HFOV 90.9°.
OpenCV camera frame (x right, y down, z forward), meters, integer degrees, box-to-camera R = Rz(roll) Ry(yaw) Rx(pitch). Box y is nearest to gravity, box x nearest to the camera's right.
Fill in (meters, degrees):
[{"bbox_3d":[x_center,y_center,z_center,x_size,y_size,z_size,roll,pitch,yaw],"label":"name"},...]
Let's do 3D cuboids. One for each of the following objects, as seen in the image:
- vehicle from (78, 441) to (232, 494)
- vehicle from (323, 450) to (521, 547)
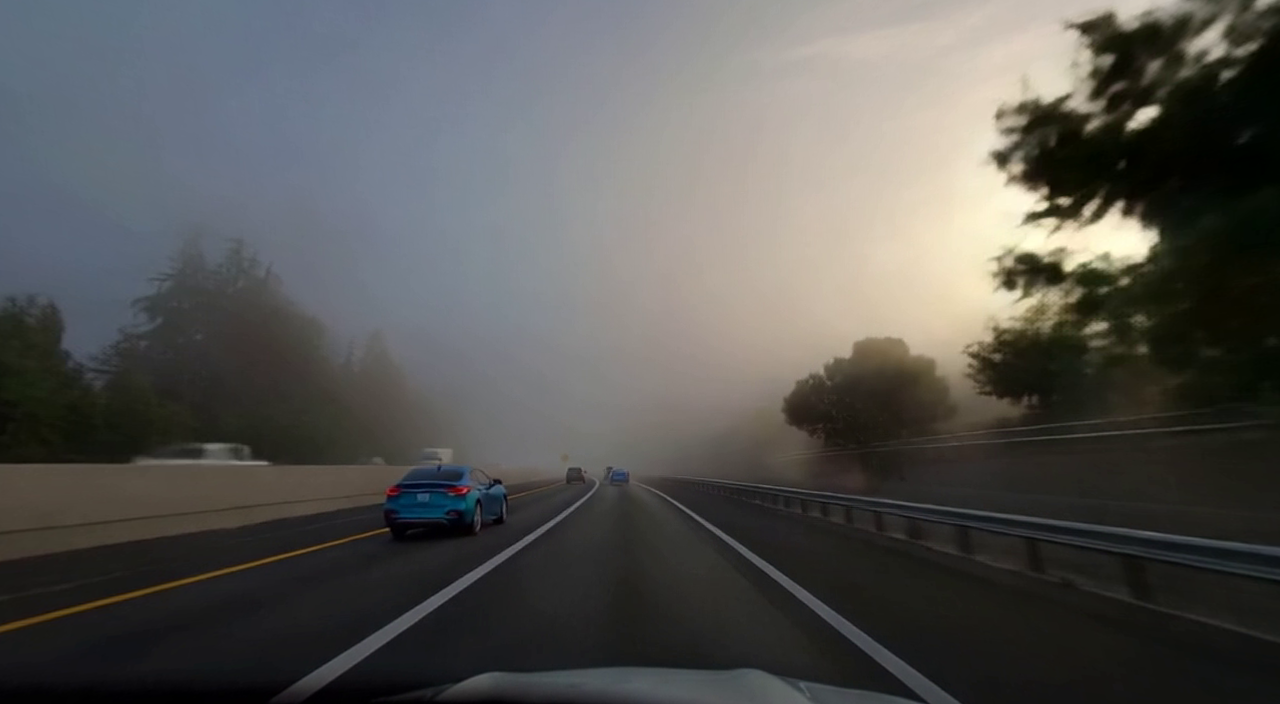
[{"bbox_3d":[-16.864,4.083,22.269,1.917,1.619,4.449,1,-10,-1],"label":"vehicle"},{"bbox_3d":[-4.097,2.892,13.011,2.328,1.559,5.041,1,-10,-1],"label":"vehicle"}]
